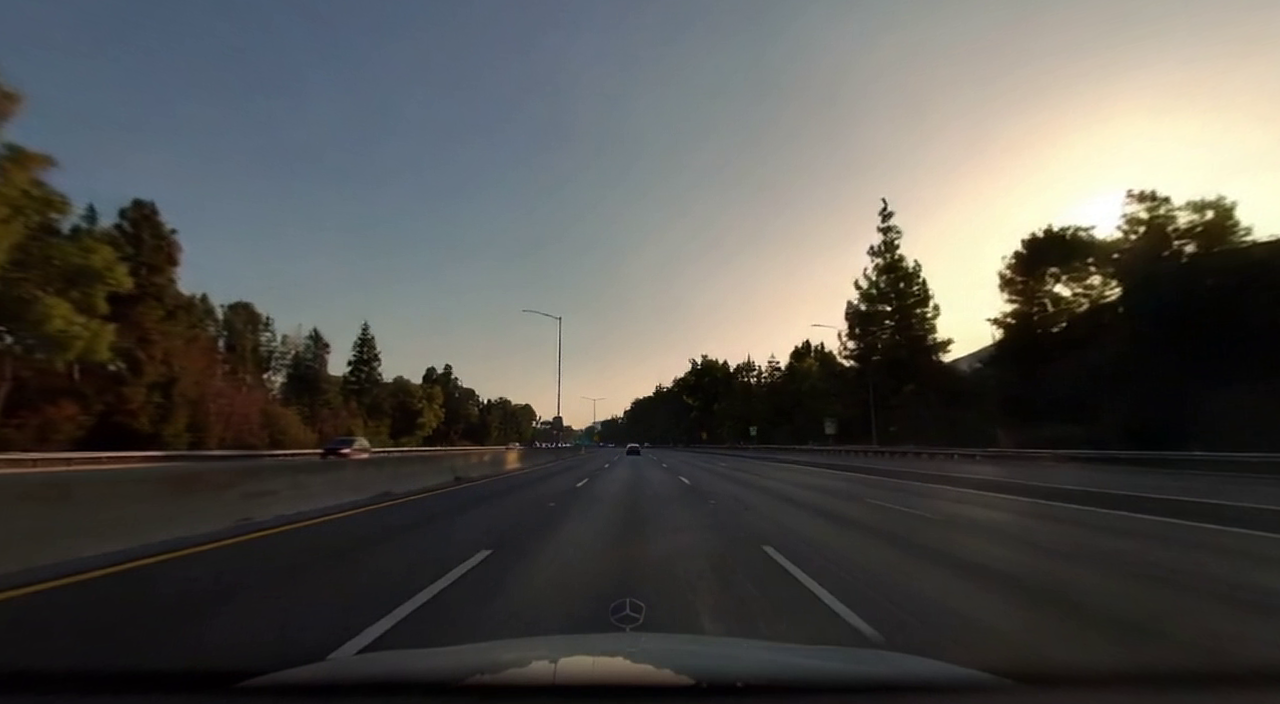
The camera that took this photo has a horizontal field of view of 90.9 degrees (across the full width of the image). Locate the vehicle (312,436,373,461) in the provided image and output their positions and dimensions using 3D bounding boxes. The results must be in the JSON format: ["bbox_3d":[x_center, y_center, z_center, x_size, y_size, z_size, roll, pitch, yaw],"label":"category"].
[{"bbox_3d":[-22.128,7.185,47.116,2.215,1.729,4.730,0,-8,0],"label":"vehicle"}]
